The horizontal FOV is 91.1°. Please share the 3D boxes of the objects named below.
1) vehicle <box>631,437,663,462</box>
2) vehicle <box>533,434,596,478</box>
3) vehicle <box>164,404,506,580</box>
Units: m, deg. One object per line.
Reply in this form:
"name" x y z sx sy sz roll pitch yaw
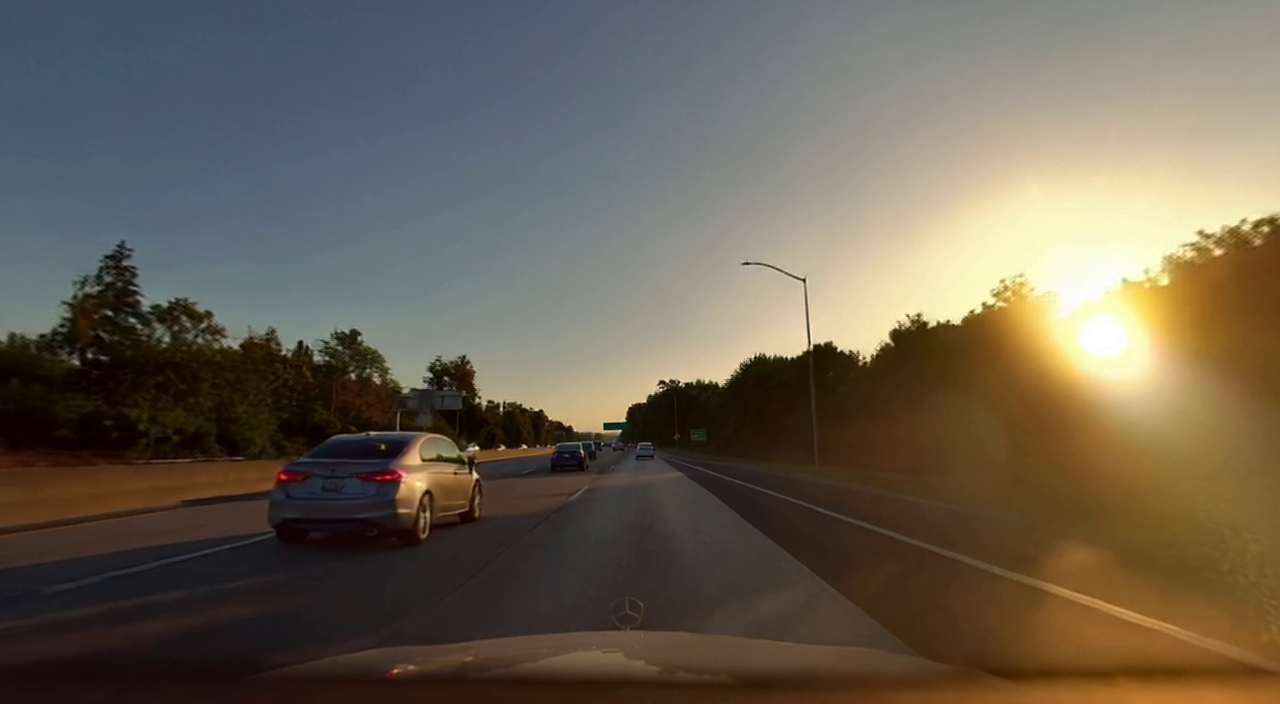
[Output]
"vehicle" 0.529 7.373 47.471 2.285 1.797 4.478 0 -8 0
"vehicle" -3.091 4.351 26.517 2.056 1.679 4.204 0 -8 1
"vehicle" -3.474 1.710 8.627 2.040 1.672 5.122 0 -8 1
